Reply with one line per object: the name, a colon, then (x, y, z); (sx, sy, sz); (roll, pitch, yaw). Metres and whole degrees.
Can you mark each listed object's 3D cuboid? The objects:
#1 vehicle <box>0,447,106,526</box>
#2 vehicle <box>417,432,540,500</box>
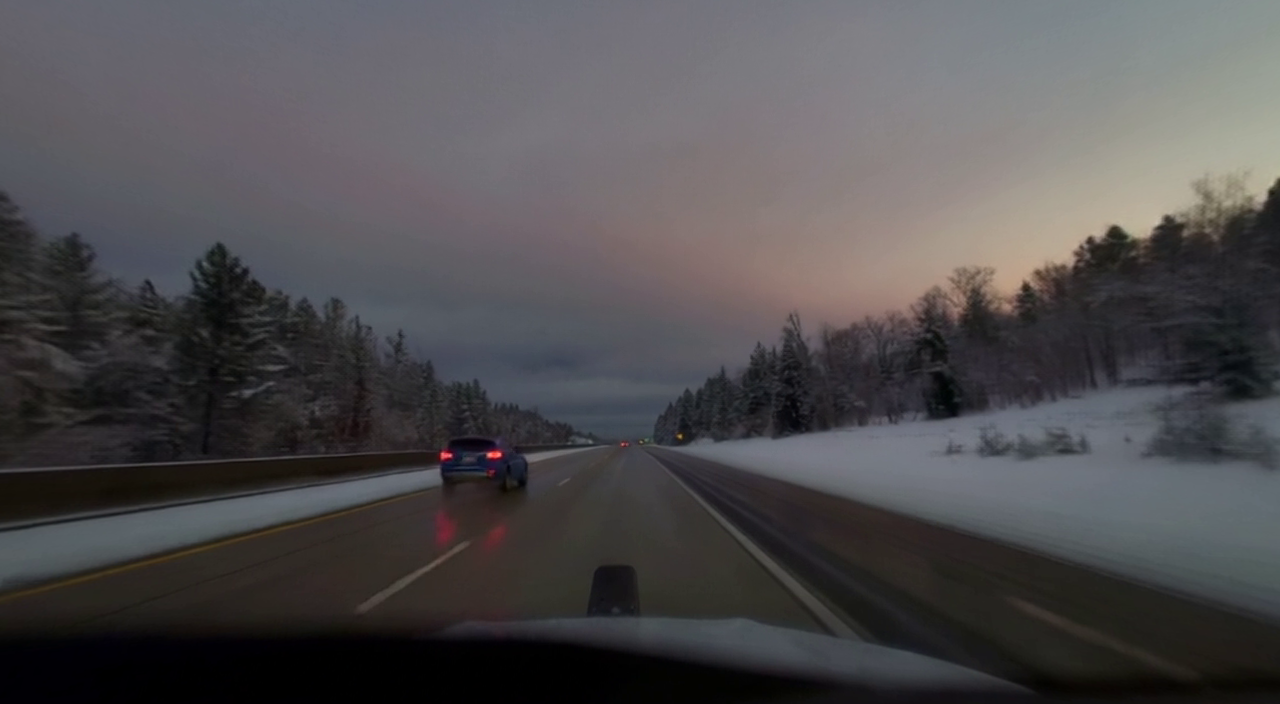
vehicle: (-12.661, 2.515, 11.741); (1.896, 1.424, 4.056); (0, -8, -2)
vehicle: (-4.287, 3.095, 17.618); (2.202, 1.587, 4.754); (-1, -8, 0)
